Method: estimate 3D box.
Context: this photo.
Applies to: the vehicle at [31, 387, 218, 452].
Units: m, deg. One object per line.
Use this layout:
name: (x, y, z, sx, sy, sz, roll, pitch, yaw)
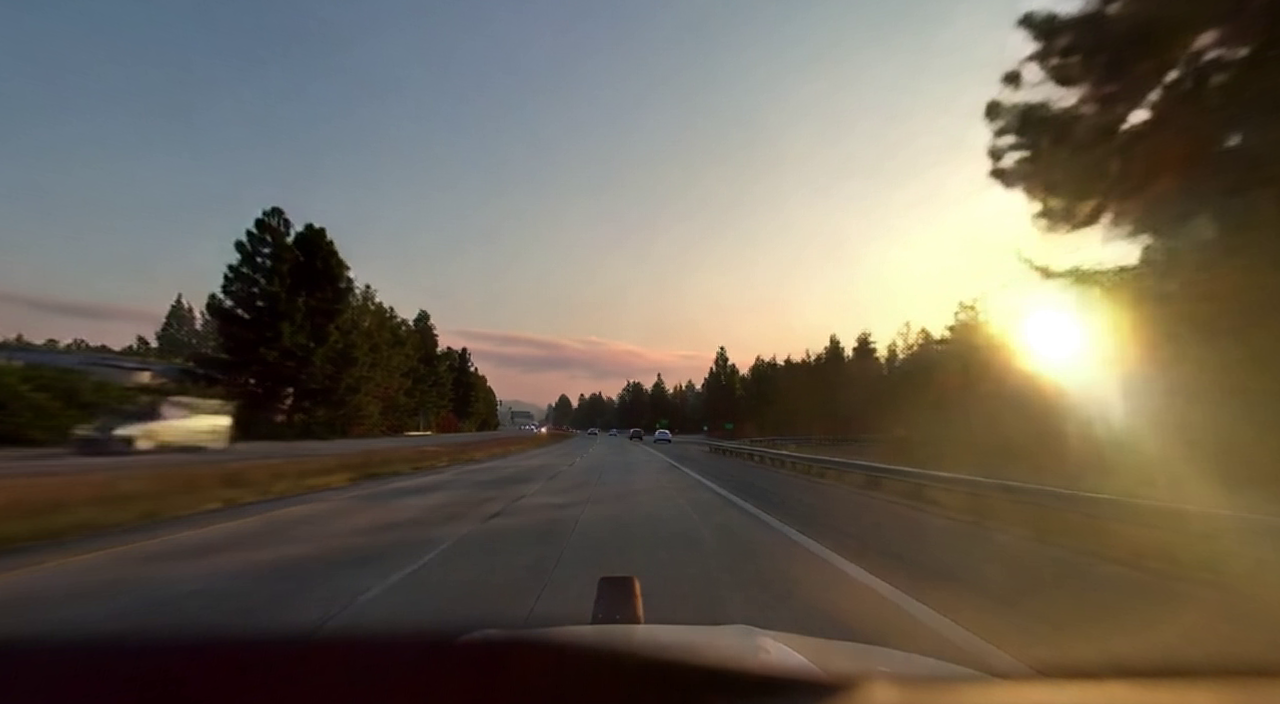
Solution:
vehicle: (-17.224, 2.367, 21.502, 2.351, 1.938, 4.858, 0, -8, -2)
